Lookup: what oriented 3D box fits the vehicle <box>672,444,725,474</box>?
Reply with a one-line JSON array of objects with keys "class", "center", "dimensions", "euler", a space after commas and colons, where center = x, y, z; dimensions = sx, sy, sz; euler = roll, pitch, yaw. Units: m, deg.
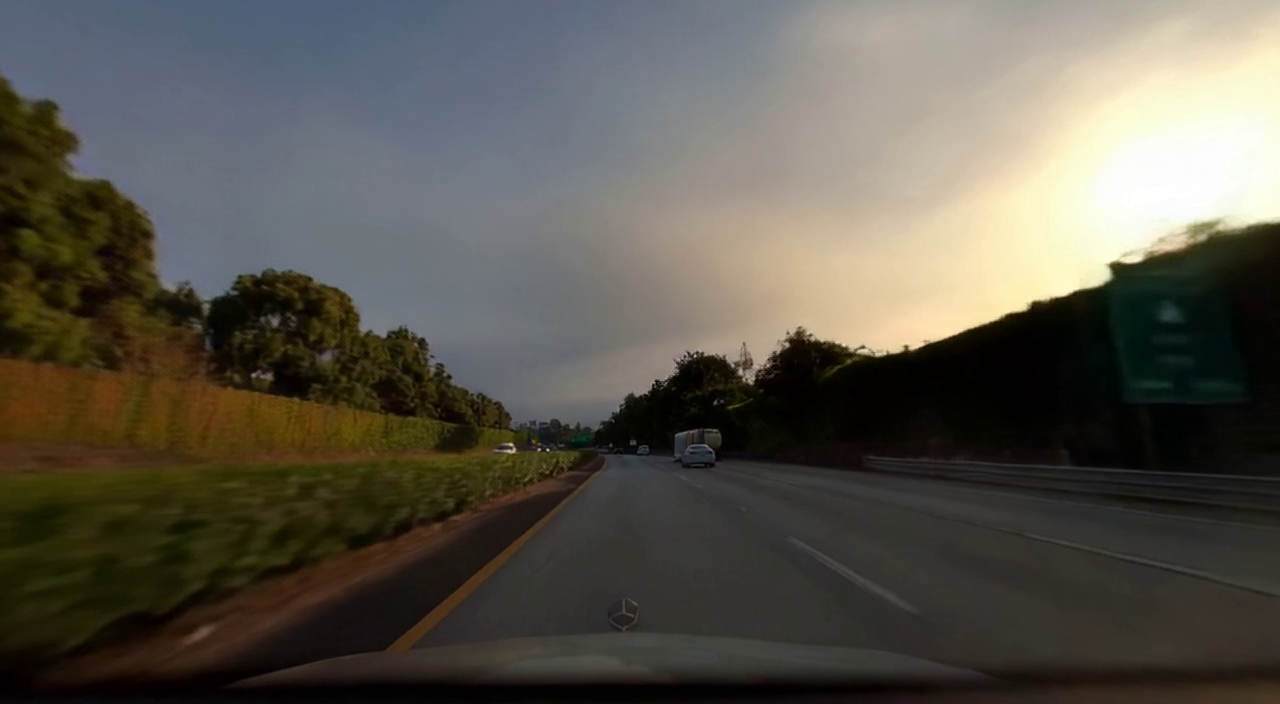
[{"class": "vehicle", "center": [3.083, 5.747, 33.938], "dimensions": [2.244, 1.498, 4.338], "euler": [0, -9, -3]}]
